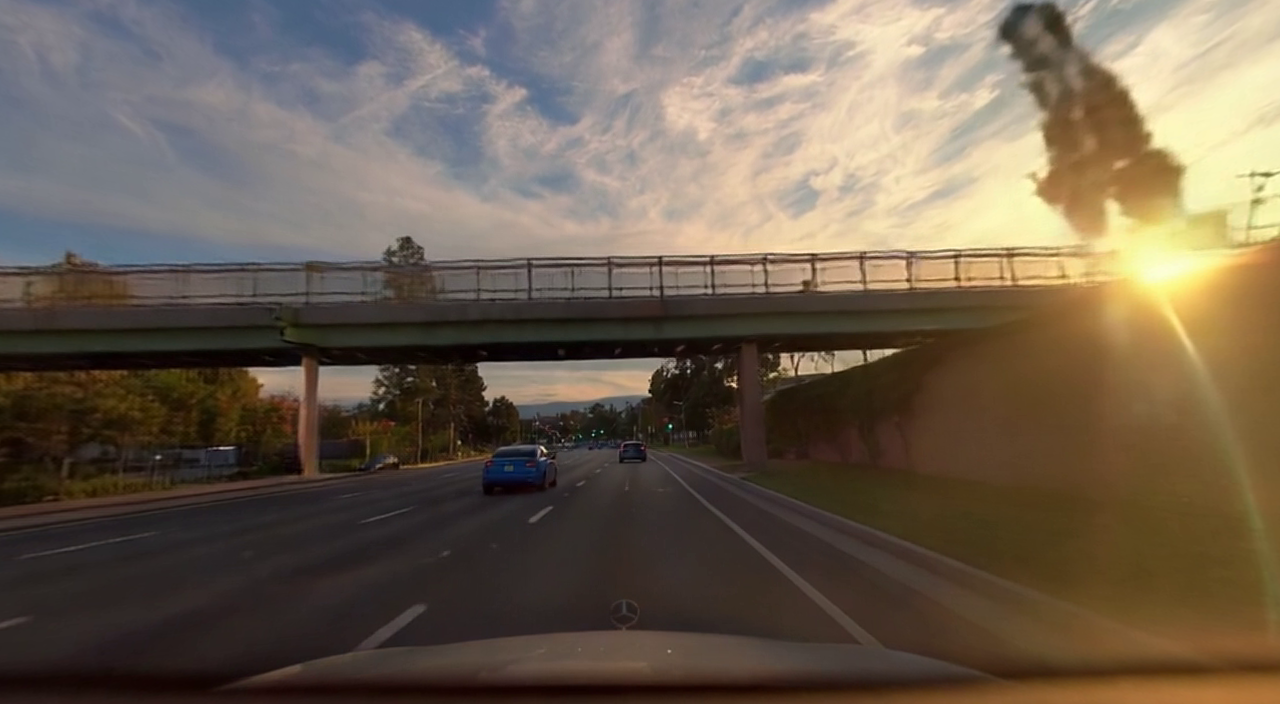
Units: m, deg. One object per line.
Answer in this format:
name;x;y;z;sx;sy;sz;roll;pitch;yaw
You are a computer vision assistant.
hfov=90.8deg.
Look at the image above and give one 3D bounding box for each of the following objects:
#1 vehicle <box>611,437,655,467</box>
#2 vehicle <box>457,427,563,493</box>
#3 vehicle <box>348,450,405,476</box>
vehicle;-0.395;5.410;34.440;2.205;1.509;4.272;0;-8;-1
vehicle;-3.811;3.247;19.430;2.223;1.771;4.581;0;-8;1
vehicle;-18.079;7.626;43.585;1.983;1.552;4.798;0;-8;-1
